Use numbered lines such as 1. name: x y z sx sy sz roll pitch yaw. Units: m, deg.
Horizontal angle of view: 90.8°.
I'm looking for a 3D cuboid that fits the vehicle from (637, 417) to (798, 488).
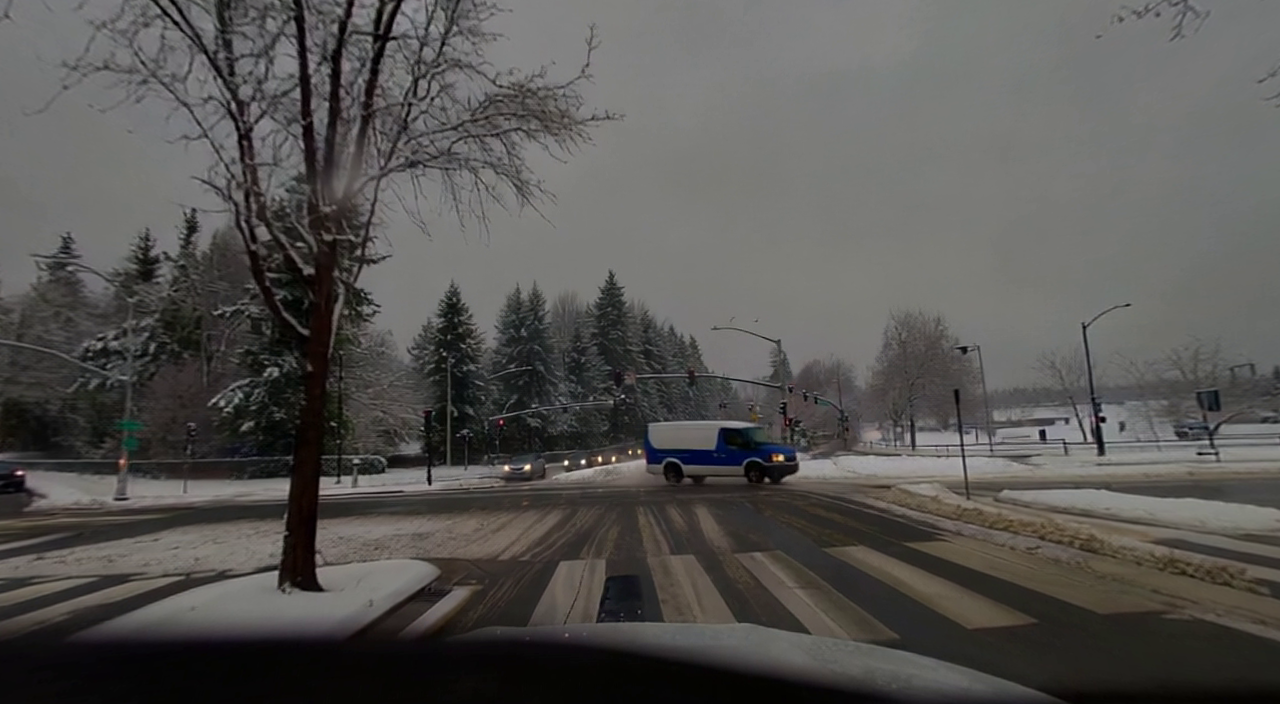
1. vehicle: 2.849 3.878 24.533 5.791 2.404 2.465 -8 -11 42
